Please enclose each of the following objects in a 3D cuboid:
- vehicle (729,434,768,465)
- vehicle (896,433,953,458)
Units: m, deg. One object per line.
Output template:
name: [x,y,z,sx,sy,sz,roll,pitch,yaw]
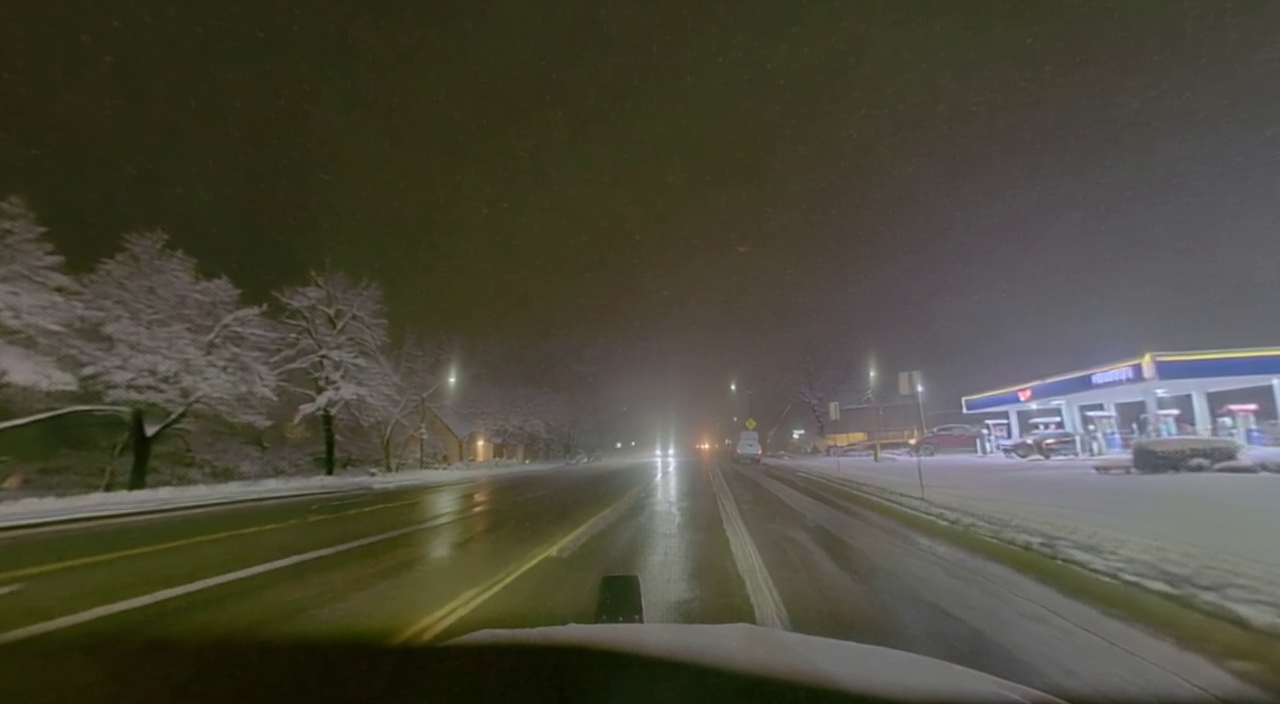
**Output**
vehicle: [6.932,6.301,40.995,2.194,1.896,5.049,-1,-9,7]
vehicle: [17.464,5.792,38.996,1.919,1.411,4.440,-1,-9,7]
